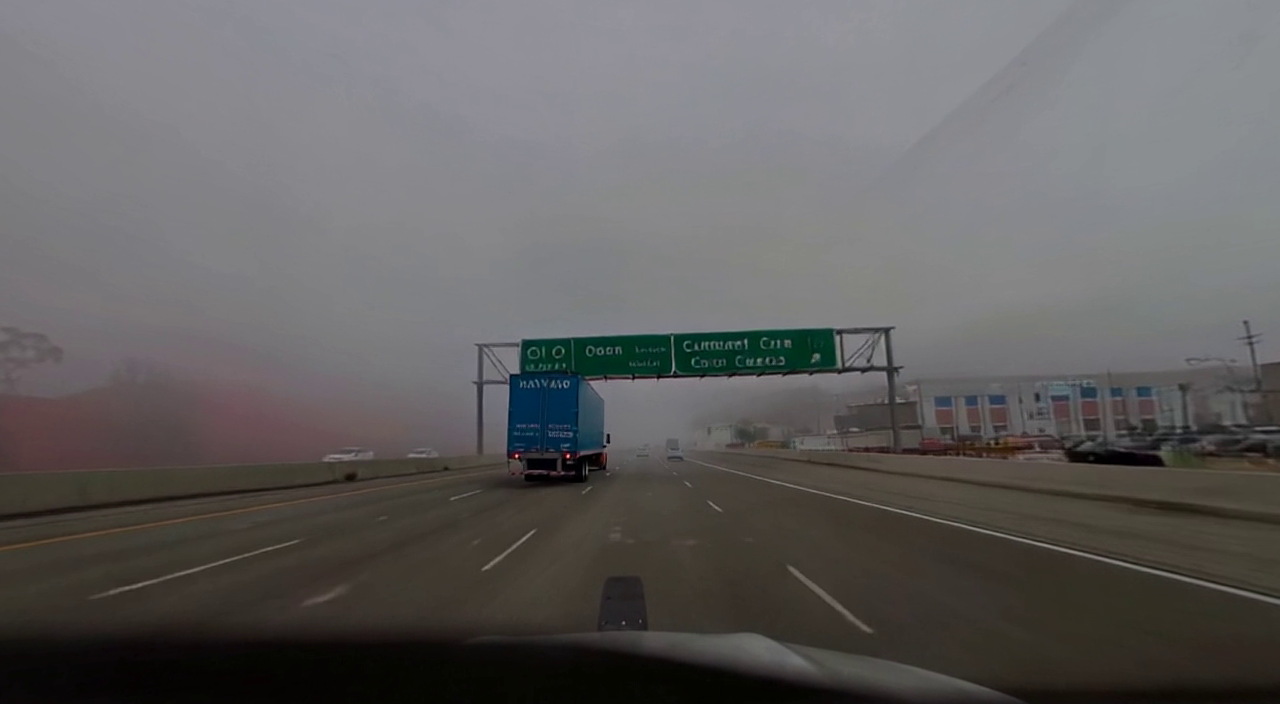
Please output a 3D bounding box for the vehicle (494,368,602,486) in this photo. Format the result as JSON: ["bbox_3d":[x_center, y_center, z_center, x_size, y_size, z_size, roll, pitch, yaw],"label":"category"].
[{"bbox_3d":[-3.432,3.126,26.208,2.977,4.048,8.890,0,-7,1],"label":"vehicle"}]
